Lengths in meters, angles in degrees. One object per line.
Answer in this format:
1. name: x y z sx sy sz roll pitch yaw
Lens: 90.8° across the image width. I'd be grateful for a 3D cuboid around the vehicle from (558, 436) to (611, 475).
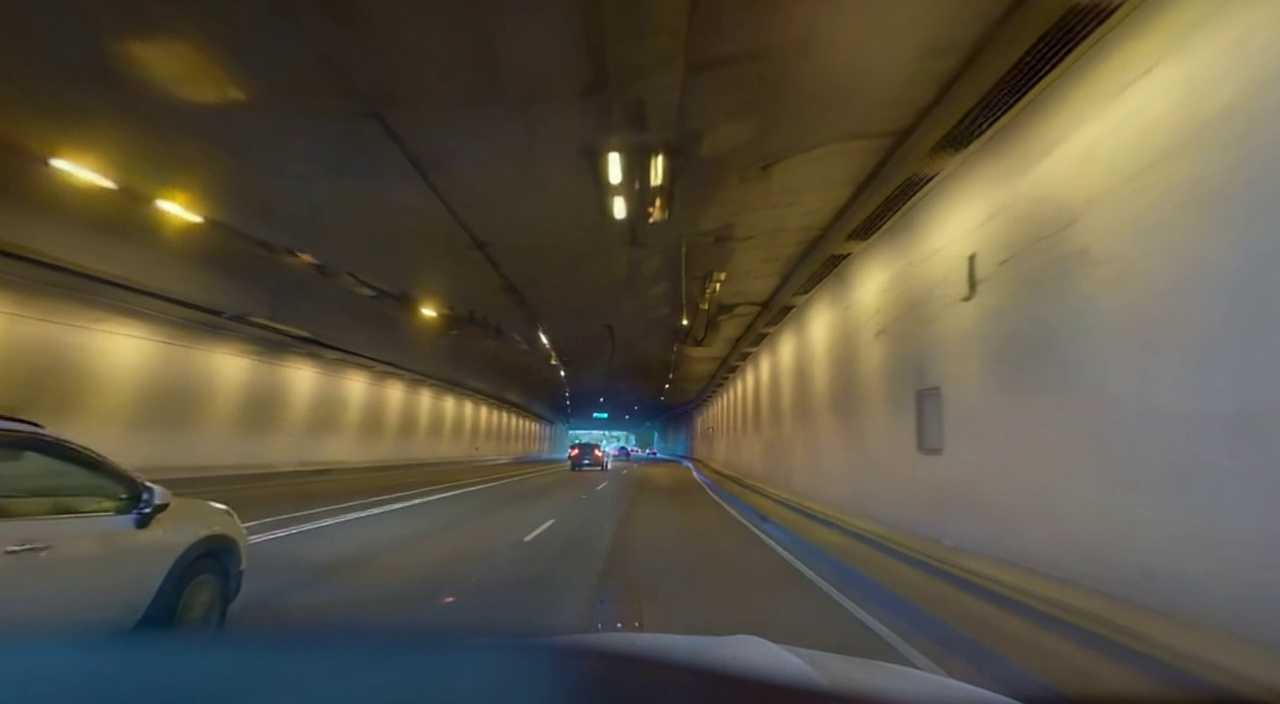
1. vehicle: -2.612 5.008 30.648 1.961 1.725 4.315 -1 -9 3
